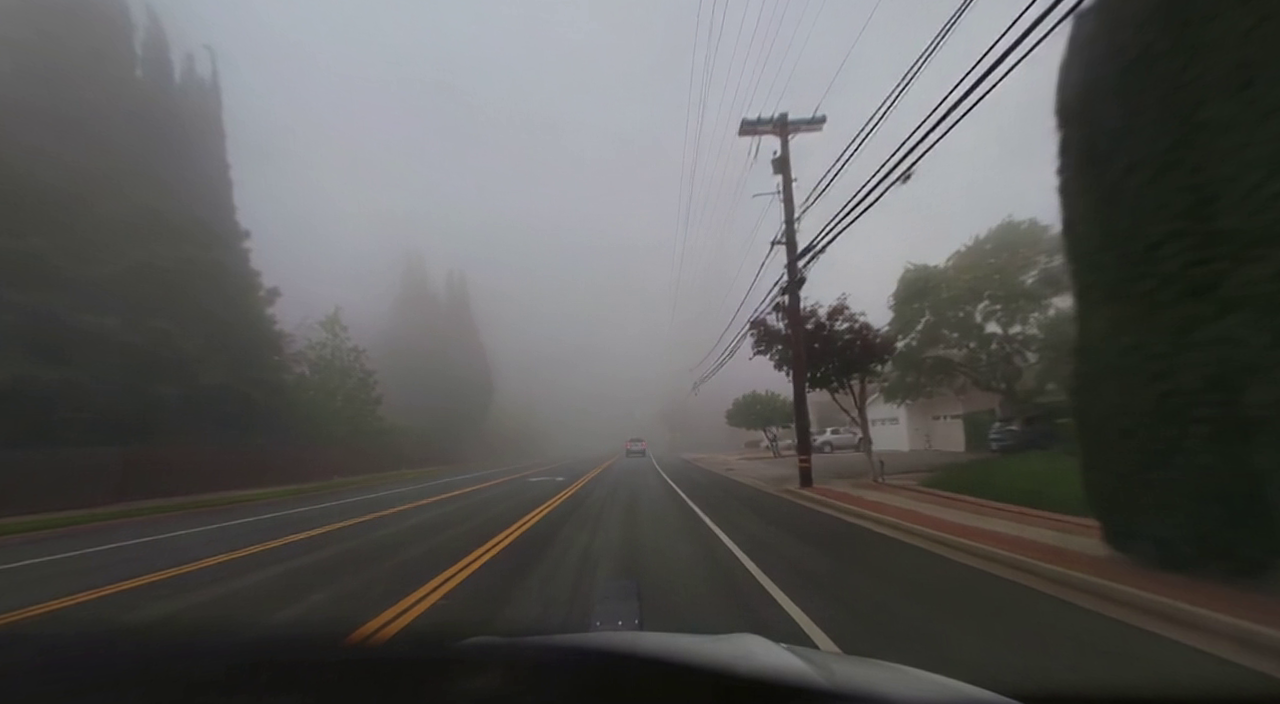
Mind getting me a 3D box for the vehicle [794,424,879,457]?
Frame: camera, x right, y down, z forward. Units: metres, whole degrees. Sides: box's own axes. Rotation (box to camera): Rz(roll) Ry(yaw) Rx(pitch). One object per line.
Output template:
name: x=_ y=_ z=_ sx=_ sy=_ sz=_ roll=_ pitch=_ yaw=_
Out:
vehicle: x=12.860 y=5.832 z=41.433 sx=4.905 sy=2.056 sz=2.058 roll=0 pitch=-8 yaw=0
